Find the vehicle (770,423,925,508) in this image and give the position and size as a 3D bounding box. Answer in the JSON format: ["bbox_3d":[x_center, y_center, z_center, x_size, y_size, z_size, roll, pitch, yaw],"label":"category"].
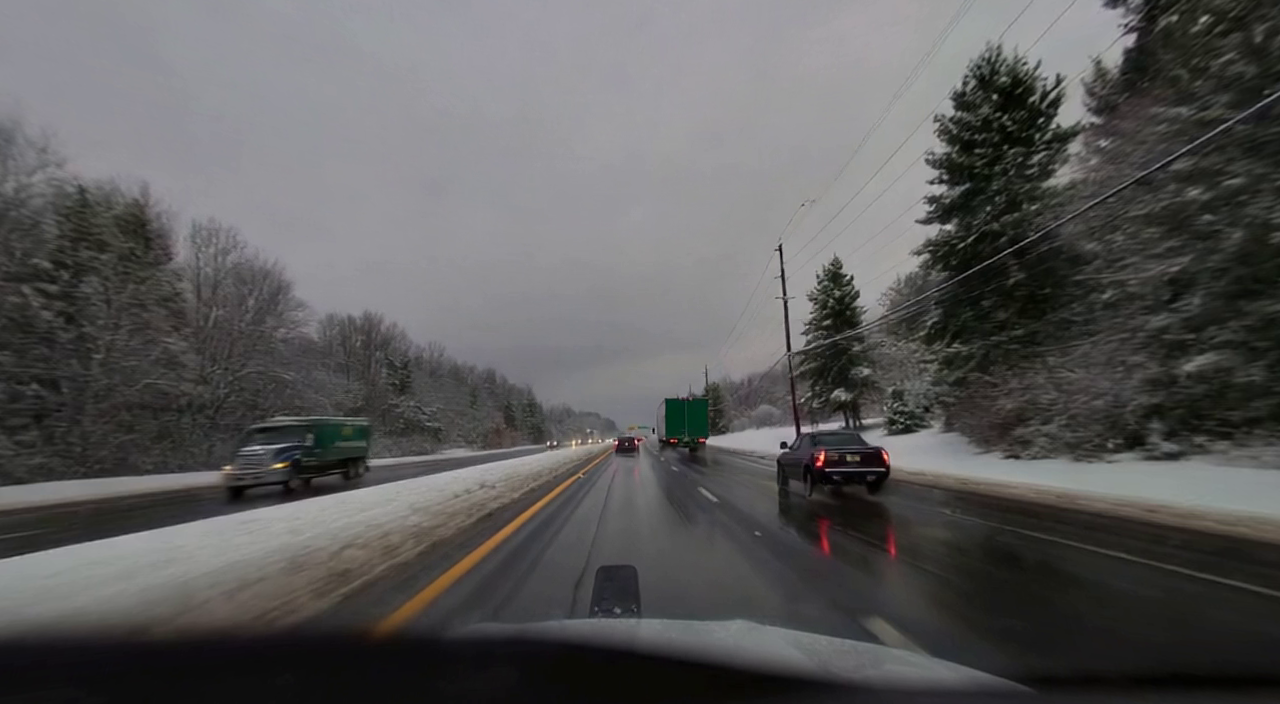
[{"bbox_3d":[4.259,2.360,13.666,1.930,1.573,3.853,0,-8,-2],"label":"vehicle"}]

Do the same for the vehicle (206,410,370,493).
[{"bbox_3d":[-12.819,3.658,23.806,2.299,2.619,6.919,0,-8,-1],"label":"vehicle"}]

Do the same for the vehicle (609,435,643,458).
[{"bbox_3d":[-0.937,6.379,42.891,2.163,1.466,3.693,0,-8,-1],"label":"vehicle"}]
